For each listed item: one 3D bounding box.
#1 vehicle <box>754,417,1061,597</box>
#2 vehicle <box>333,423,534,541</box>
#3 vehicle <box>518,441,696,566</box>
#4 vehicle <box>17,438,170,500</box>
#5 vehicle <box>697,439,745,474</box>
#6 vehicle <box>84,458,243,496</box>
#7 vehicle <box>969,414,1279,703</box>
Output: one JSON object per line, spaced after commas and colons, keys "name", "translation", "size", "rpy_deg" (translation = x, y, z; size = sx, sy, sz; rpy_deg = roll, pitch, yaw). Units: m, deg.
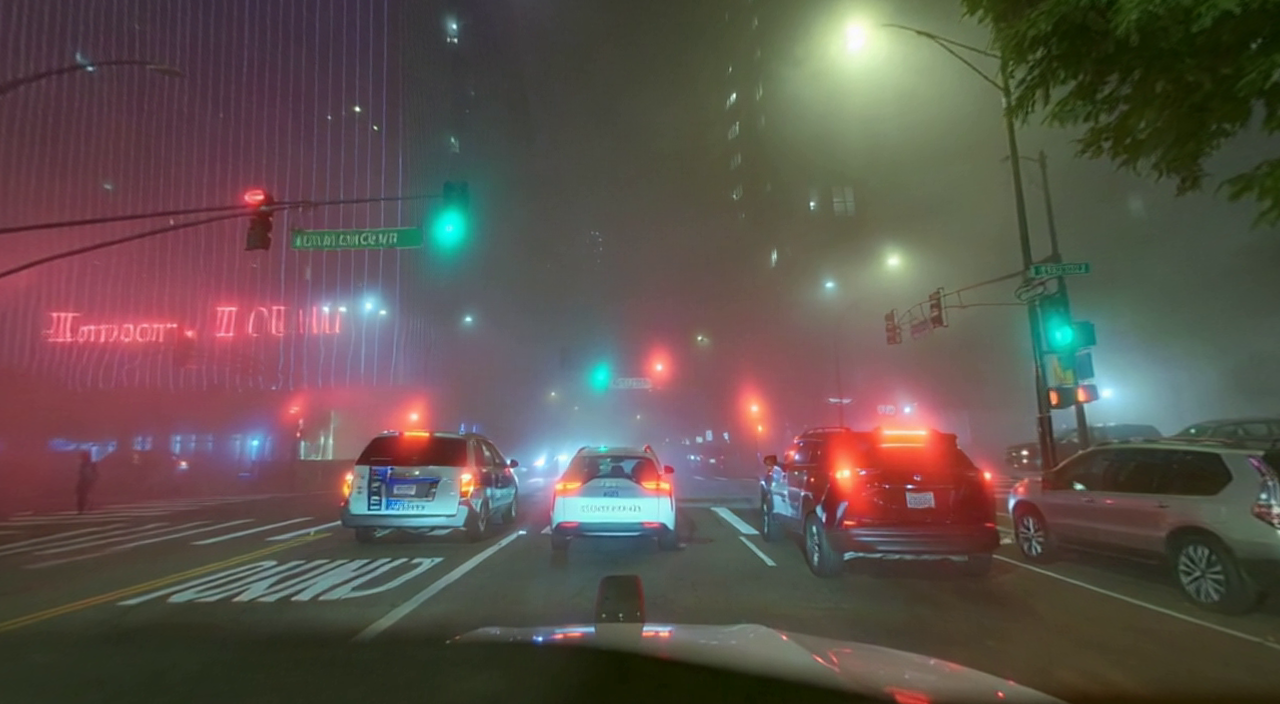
{"name": "vehicle", "translation": [3.039, 1.860, 8.599], "size": [2.072, 1.735, 4.759], "rpy_deg": [0, -8, 0]}
{"name": "vehicle", "translation": [-3.694, 2.433, 12.642], "size": [2.190, 1.840, 5.272], "rpy_deg": [0, -8, 0]}
{"name": "vehicle", "translation": [-0.411, 2.098, 9.571], "size": [2.092, 1.454, 4.132], "rpy_deg": [0, -8, -1]}
{"name": "vehicle", "translation": [-30.886, 6.566, 35.909], "size": [5.896, 3.276, 2.809], "rpy_deg": [1, -8, 0]}
{"name": "vehicle", "translation": [5.656, 7.388, 45.000], "size": [2.420, 2.300, 5.313], "rpy_deg": [0, -8, -3]}
{"name": "vehicle", "translation": [-20.059, 5.261, 26.739], "size": [5.153, 1.449, 1.966], "rpy_deg": [0, -8, 1]}
{"name": "vehicle", "translation": [2.734, 0.809, 1.095], "size": [1.902, 1.454, 4.540], "rpy_deg": [0, -8, 0]}
